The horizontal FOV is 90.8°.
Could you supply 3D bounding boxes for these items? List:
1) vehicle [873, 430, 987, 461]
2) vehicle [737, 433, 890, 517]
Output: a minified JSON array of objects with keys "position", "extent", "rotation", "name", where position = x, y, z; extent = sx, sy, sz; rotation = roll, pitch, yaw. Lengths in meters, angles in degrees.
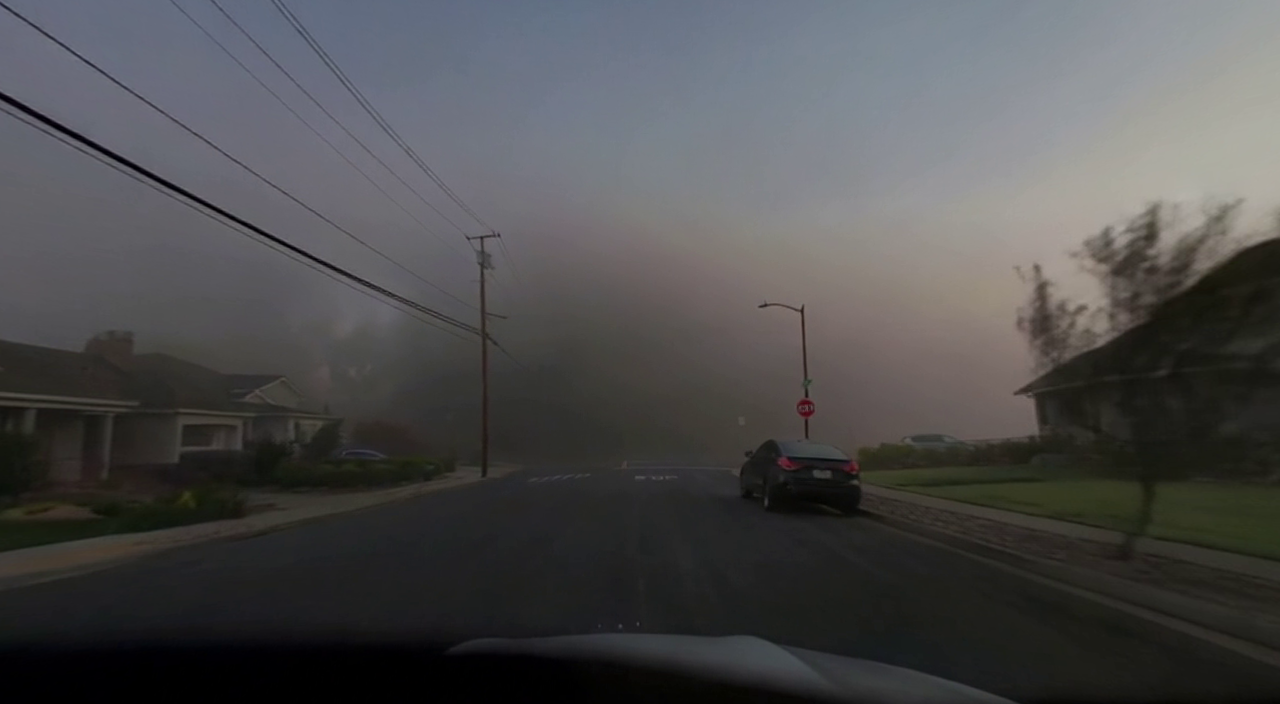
[{"position":[14.427,4.687,31.669],"extent":[4.737,1.493,2.001],"rotation":[-1,-8,4],"name":"vehicle"},{"position":[3.547,2.601,13.943],"extent":[2.012,1.531,4.557],"rotation":[0,-8,-1],"name":"vehicle"}]
